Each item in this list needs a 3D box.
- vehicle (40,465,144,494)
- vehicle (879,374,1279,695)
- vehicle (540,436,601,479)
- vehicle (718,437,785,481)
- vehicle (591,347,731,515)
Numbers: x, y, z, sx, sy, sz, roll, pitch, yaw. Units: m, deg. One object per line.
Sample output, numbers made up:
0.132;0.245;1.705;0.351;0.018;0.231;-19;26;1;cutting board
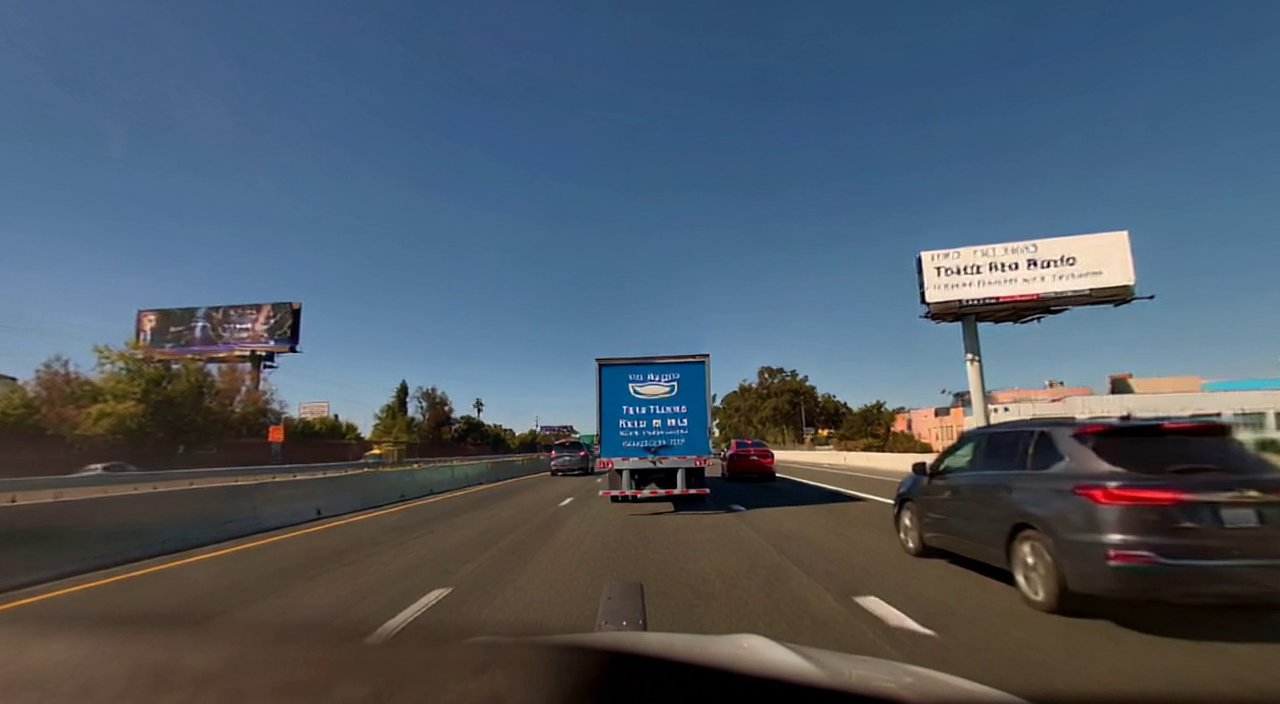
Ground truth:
-32.757;7.590;37.868;1.822;1.448;4.498;-2;-8;9;vehicle
3.981;1.286;5.617;1.986;1.718;4.296;0;-8;0;vehicle
-3.009;4.693;28.318;2.030;1.757;4.509;-1;-8;2;vehicle
4.568;4.448;26.537;2.066;1.692;4.339;0;-8;0;vehicle
0.481;2.162;16.747;2.733;3.296;8.571;0;-8;1;vehicle
